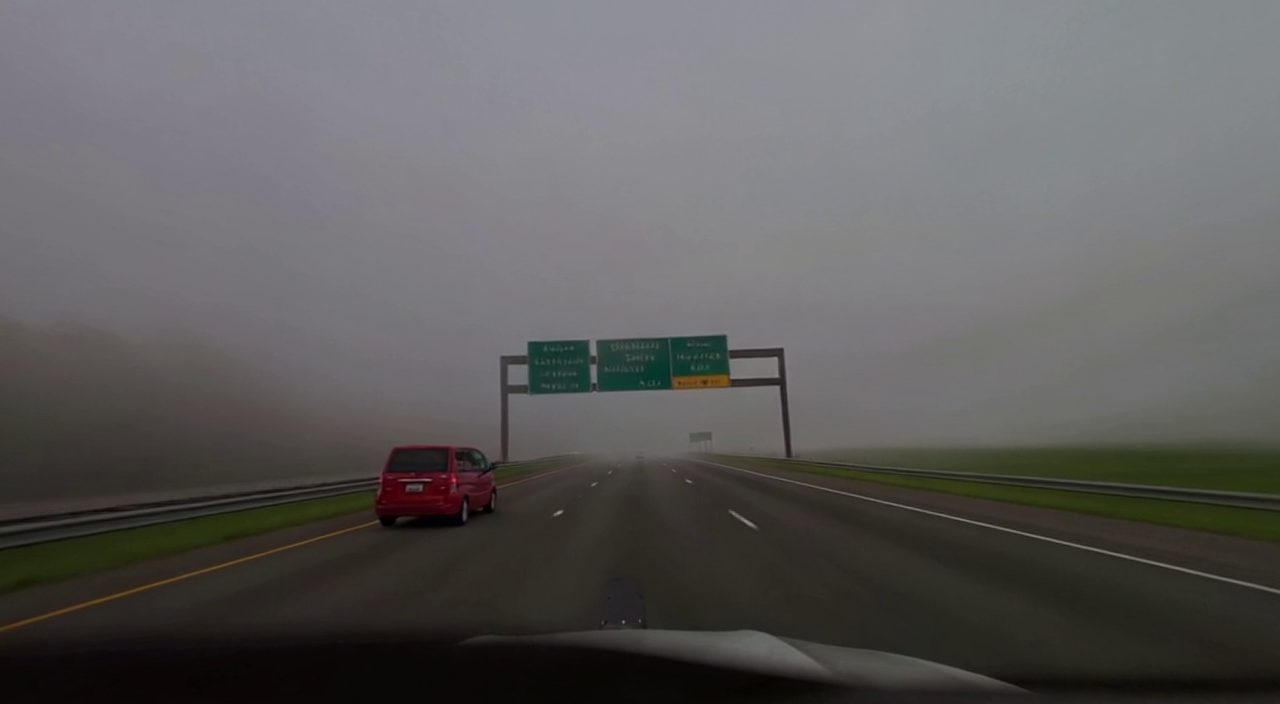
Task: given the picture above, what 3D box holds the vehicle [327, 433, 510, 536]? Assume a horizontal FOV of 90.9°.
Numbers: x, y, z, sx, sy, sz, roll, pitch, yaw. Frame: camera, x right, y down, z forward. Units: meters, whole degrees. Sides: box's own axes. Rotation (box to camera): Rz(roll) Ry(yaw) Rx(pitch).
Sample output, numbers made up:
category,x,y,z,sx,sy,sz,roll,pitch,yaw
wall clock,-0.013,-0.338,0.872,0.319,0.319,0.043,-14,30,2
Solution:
category,x,y,z,sx,sy,sz,roll,pitch,yaw
vehicle,-3.695,2.269,11.358,1.815,1.500,4.036,0,-9,0
